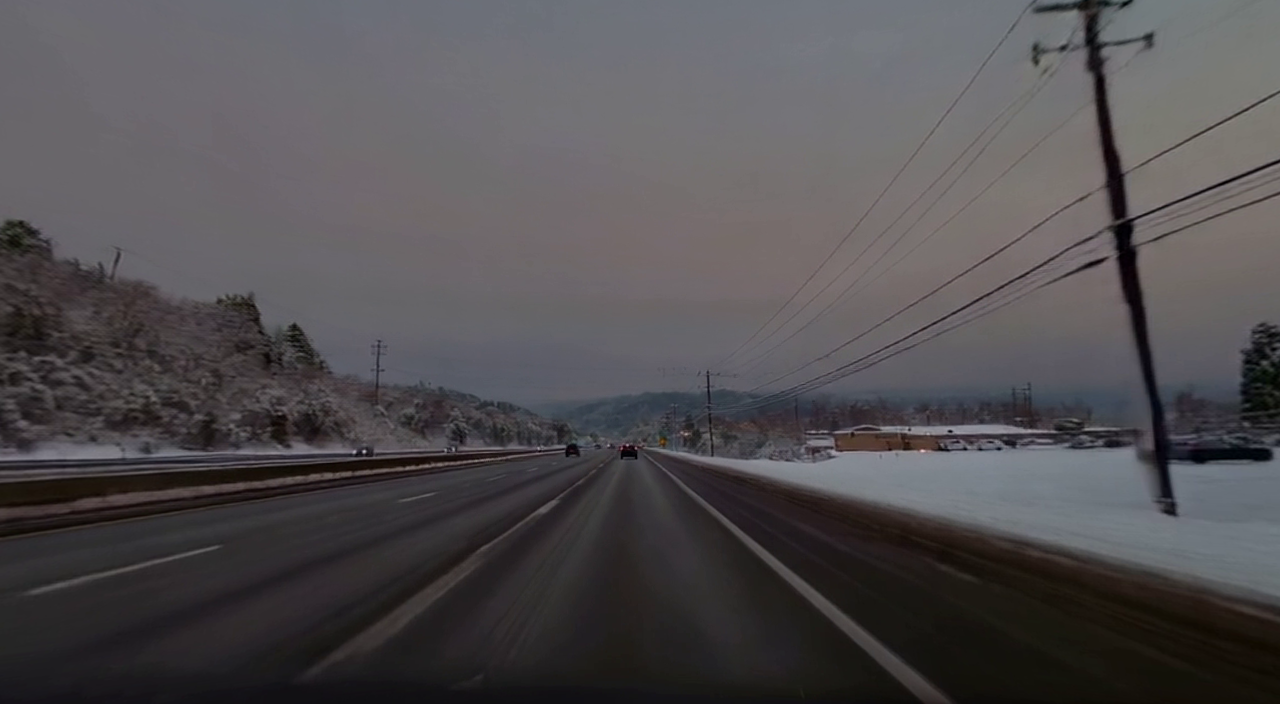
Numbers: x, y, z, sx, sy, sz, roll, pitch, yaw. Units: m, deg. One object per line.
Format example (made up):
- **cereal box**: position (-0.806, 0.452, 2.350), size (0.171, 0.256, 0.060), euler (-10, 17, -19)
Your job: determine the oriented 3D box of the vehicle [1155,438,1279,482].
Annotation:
- **vehicle**: position (27.134, 4.608, 27.757), size (2.662, 1.574, 14.296), euler (-5, -9, 21)
